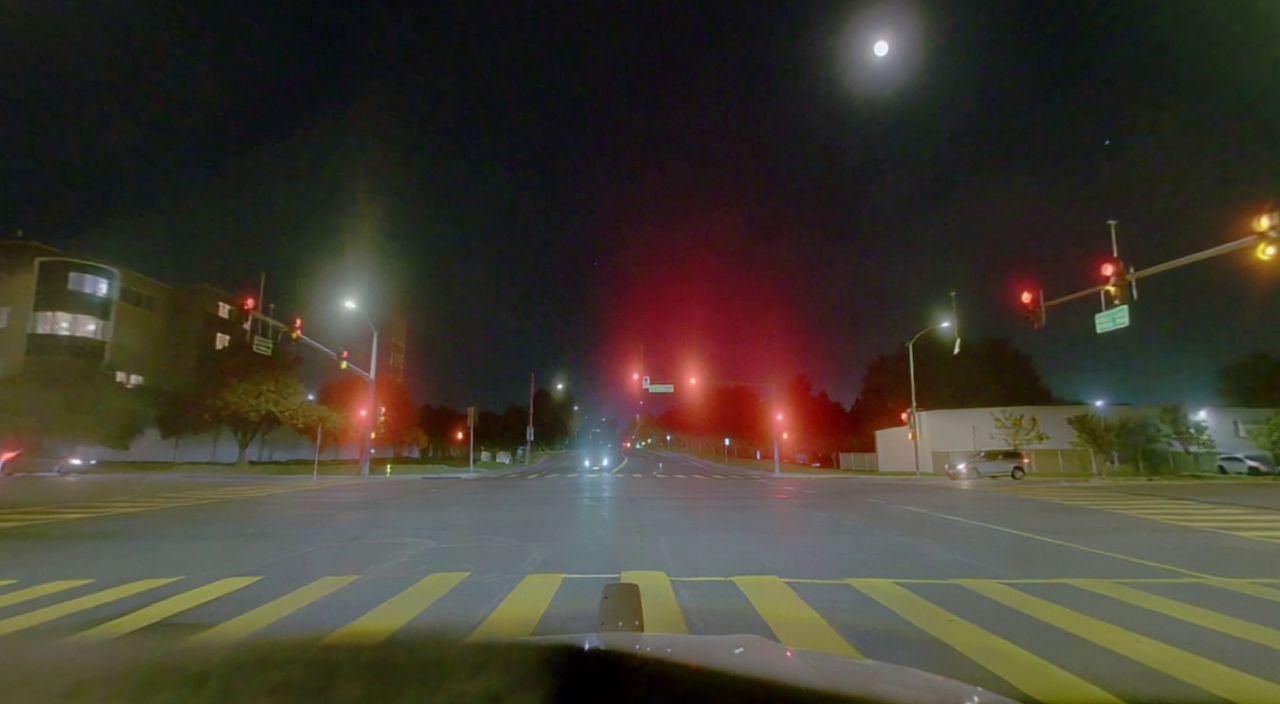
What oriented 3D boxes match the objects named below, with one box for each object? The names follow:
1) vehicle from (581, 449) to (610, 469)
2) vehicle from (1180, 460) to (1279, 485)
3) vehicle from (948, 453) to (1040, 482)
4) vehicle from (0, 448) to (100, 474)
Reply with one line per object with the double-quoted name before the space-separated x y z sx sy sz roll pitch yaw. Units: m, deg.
"vehicle" -3.457 8.391 49.401 1.908 1.441 4.142 0 -8 1
"vehicle" 36.221 7.317 38.296 4.976 1.428 1.929 0 -8 -2
"vehicle" 21.092 6.874 37.587 4.447 1.623 1.801 0 -9 -3
"vehicle" -35.143 6.425 37.187 4.741 1.447 1.807 0 -9 0
